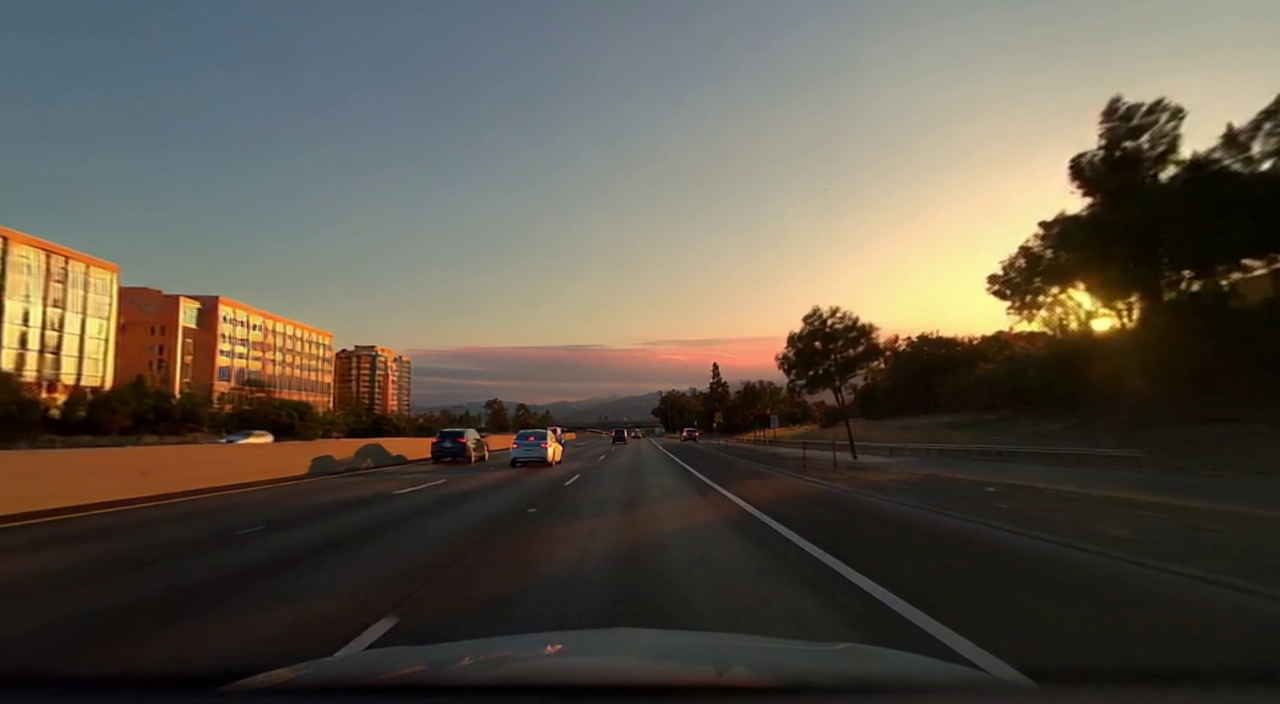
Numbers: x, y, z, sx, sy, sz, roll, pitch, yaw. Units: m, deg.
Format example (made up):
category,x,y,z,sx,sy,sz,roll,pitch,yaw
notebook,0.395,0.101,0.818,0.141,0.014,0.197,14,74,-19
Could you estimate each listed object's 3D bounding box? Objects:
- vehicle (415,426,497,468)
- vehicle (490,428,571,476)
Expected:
category,x,y,z,sx,sy,sz,roll,pitch,yaw
vehicle,-7.412,3.861,25.832,1.985,1.575,4.453,0,-8,1
vehicle,-3.746,3.502,22.345,1.996,1.490,4.571,0,-8,1
